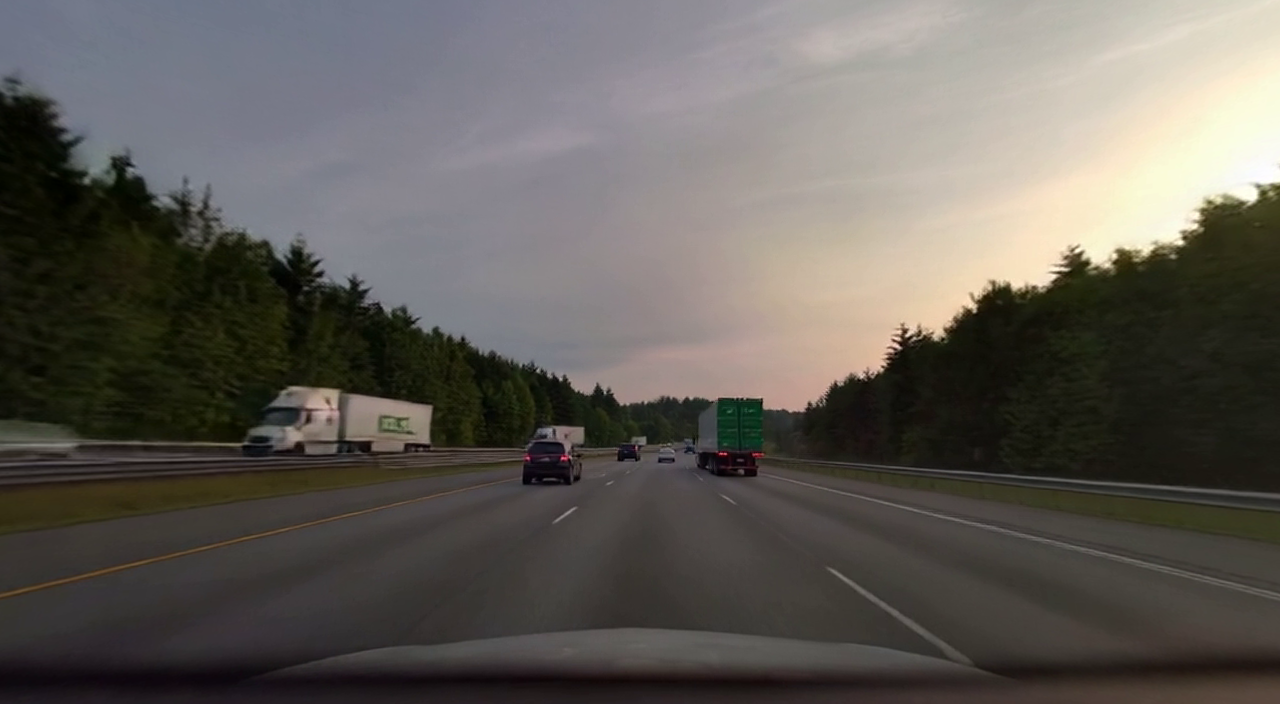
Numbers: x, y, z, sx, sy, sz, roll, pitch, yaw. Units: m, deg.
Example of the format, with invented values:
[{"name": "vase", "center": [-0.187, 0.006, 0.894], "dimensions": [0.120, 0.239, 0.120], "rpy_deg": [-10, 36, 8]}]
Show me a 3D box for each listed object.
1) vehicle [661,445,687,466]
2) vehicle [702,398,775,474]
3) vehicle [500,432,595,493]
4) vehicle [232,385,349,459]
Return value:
[{"name": "vehicle", "center": [2.681, 8.182, 49.849], "dimensions": [1.990, 1.537, 3.725], "rpy_deg": [0, -9, 3]}, {"name": "vehicle", "center": [5.926, 5.529, 40.524], "dimensions": [3.057, 3.993, 13.914], "rpy_deg": [0, -9, 3]}, {"name": "vehicle", "center": [-2.823, 3.513, 20.338], "dimensions": [2.205, 1.728, 4.397], "rpy_deg": [0, -9, 3]}, {"name": "vehicle", "center": [-19.830, 4.128, 36.211], "dimensions": [2.955, 3.915, 5.783], "rpy_deg": [0, -9, 4]}]
